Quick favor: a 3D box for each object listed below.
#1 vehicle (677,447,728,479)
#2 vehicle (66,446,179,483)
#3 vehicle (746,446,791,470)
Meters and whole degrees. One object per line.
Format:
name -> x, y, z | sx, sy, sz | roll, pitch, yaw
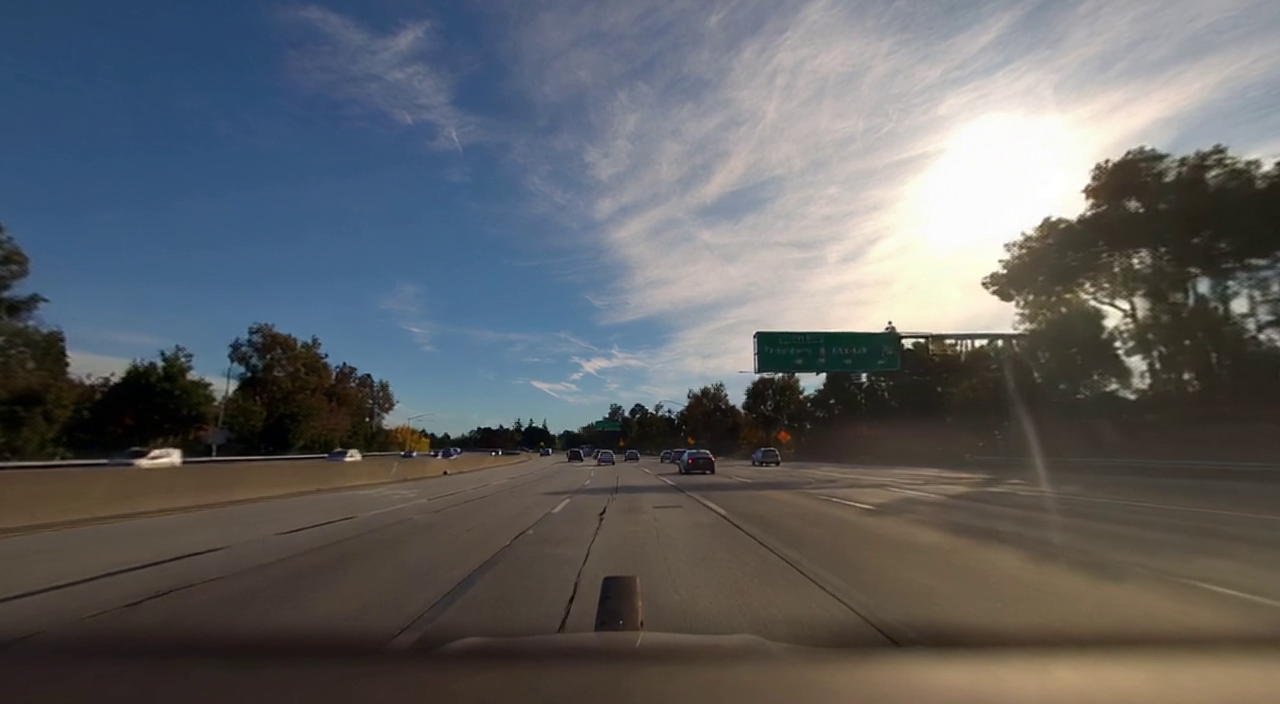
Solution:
vehicle -> 3.206, 5.808, 33.122 | 1.975, 1.562, 3.823 | 1, -9, -5
vehicle -> -28.991, 6.328, 35.573 | 2.106, 1.879, 5.124 | 0, -9, -2
vehicle -> 9.368, 7.804, 46.287 | 1.909, 1.634, 4.739 | 1, -9, -6
